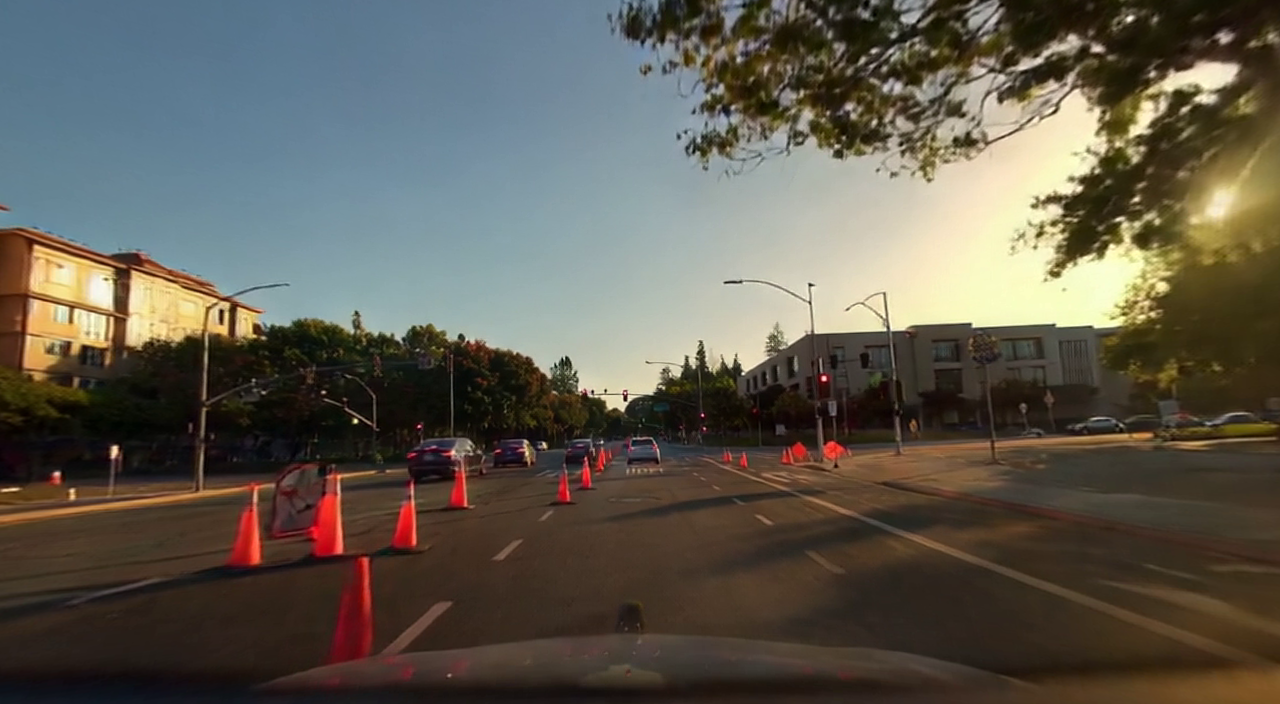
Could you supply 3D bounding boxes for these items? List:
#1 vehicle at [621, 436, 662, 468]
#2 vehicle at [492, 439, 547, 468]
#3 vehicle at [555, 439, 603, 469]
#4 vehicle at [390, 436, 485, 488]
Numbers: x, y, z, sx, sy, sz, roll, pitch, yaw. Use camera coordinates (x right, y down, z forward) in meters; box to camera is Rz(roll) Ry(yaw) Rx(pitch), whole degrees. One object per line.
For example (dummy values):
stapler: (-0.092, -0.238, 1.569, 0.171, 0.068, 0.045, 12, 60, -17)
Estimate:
vehicle: (0.083, 5.081, 32.350, 1.985, 1.521, 3.968, 0, -8, 1)
vehicle: (-6.536, 5.552, 34.644, 2.074, 1.447, 4.224, 0, -8, 2)
vehicle: (-3.011, 5.136, 32.016, 1.946, 1.437, 4.154, 0, -8, 1)
vehicle: (-6.799, 3.717, 21.694, 1.869, 1.570, 4.064, 0, -8, 1)
